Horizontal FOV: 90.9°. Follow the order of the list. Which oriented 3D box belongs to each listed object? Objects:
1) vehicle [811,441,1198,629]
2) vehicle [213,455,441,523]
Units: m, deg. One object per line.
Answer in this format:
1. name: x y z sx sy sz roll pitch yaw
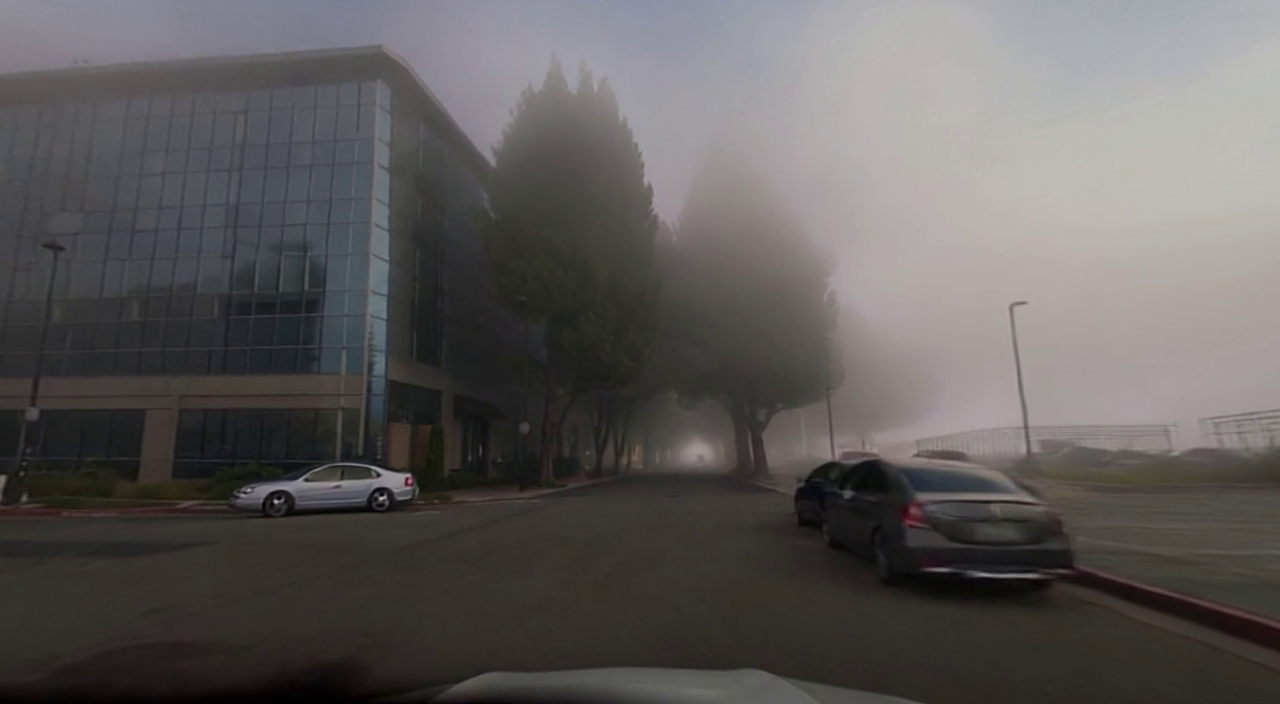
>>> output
1. vehicle: 3.412 1.789 7.002 2.073 1.434 3.899 0 -10 3
2. vehicle: -7.716 3.348 15.764 4.770 1.448 1.983 7 -12 -34
